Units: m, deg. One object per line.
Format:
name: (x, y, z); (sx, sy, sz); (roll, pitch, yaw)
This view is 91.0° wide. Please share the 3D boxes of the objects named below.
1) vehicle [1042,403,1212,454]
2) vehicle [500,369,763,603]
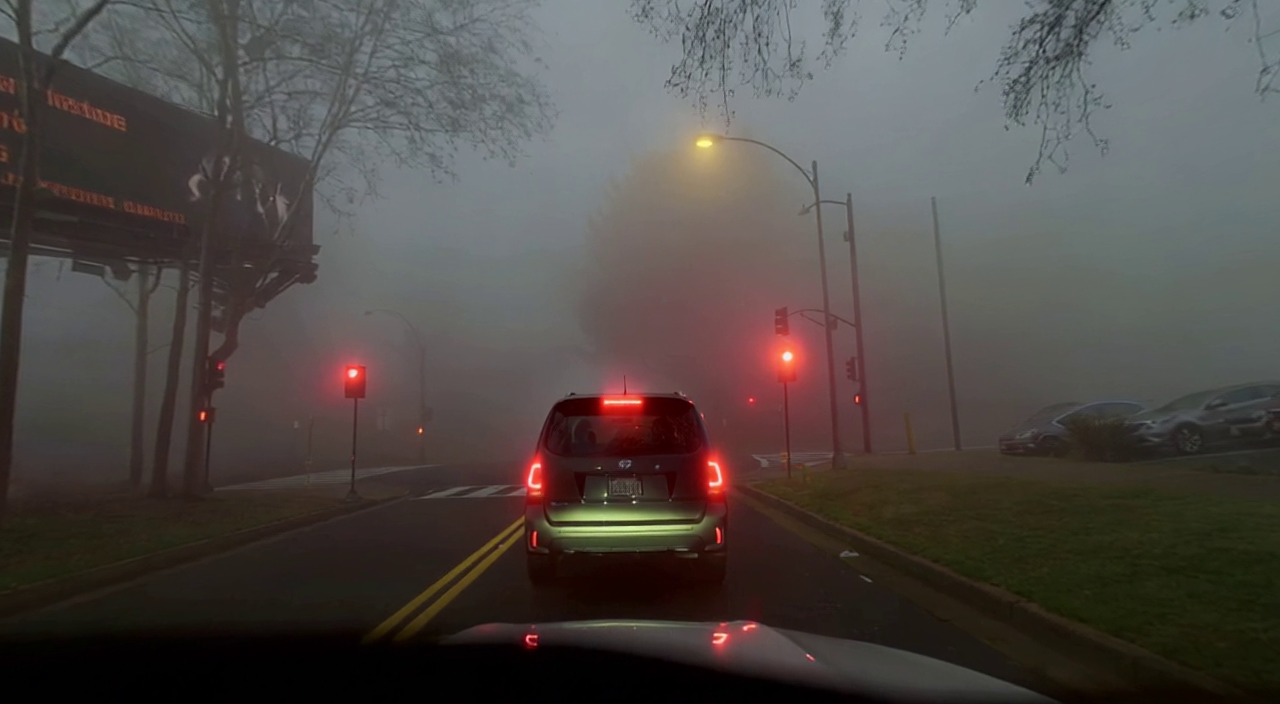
vehicle: (15.263, 2.449, 19.950); (3.750, 1.502, 1.781); (-2, -8, 13)
vehicle: (-0.066, 1.364, 7.142); (2.142, 1.904, 3.816); (-1, -8, 0)
